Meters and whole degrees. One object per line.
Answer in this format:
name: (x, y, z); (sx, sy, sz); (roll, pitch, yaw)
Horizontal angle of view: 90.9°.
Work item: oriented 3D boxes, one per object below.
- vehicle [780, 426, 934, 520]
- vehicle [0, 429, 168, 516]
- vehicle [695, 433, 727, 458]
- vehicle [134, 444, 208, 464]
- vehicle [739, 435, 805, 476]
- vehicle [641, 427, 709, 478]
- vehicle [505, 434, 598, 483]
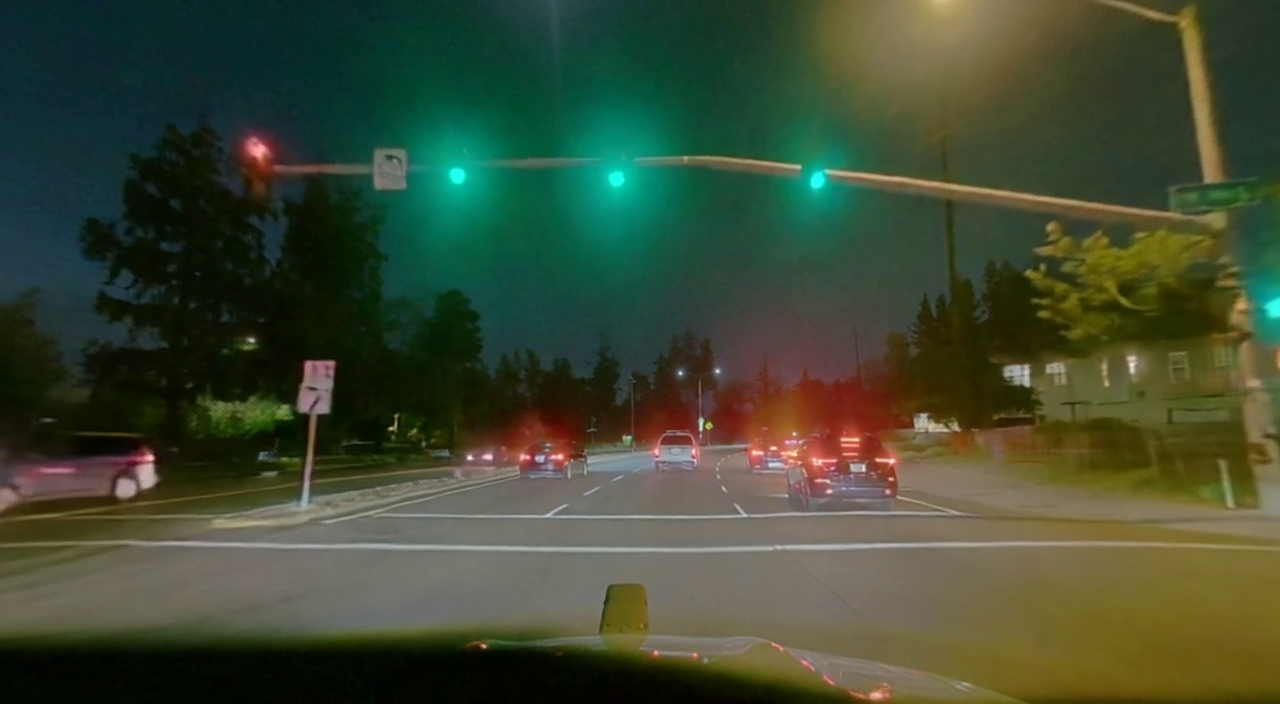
vehicle: (4.007, 2.286, 12.301); (1.859, 1.540, 3.454); (-1, -9, 2)
vehicle: (-12.336, 2.359, 12.616); (2.009, 1.527, 4.534); (-1, -9, 5)
vehicle: (5.032, 6.610, 44.467); (1.798, 1.660, 3.946); (-2, -9, 12)
vehicle: (-36.490, 7.920, 49.110); (4.194, 1.493, 1.992); (-1, -9, 4)
vehicle: (5.227, 4.162, 25.546); (2.117, 1.472, 4.158); (-1, -9, 5)
vehicle: (1.456, 3.825, 24.142); (2.250, 1.768, 4.574); (-1, -9, 7)
vehicle: (-2.804, 3.531, 21.163); (2.006, 1.464, 4.586); (-1, -9, 6)
